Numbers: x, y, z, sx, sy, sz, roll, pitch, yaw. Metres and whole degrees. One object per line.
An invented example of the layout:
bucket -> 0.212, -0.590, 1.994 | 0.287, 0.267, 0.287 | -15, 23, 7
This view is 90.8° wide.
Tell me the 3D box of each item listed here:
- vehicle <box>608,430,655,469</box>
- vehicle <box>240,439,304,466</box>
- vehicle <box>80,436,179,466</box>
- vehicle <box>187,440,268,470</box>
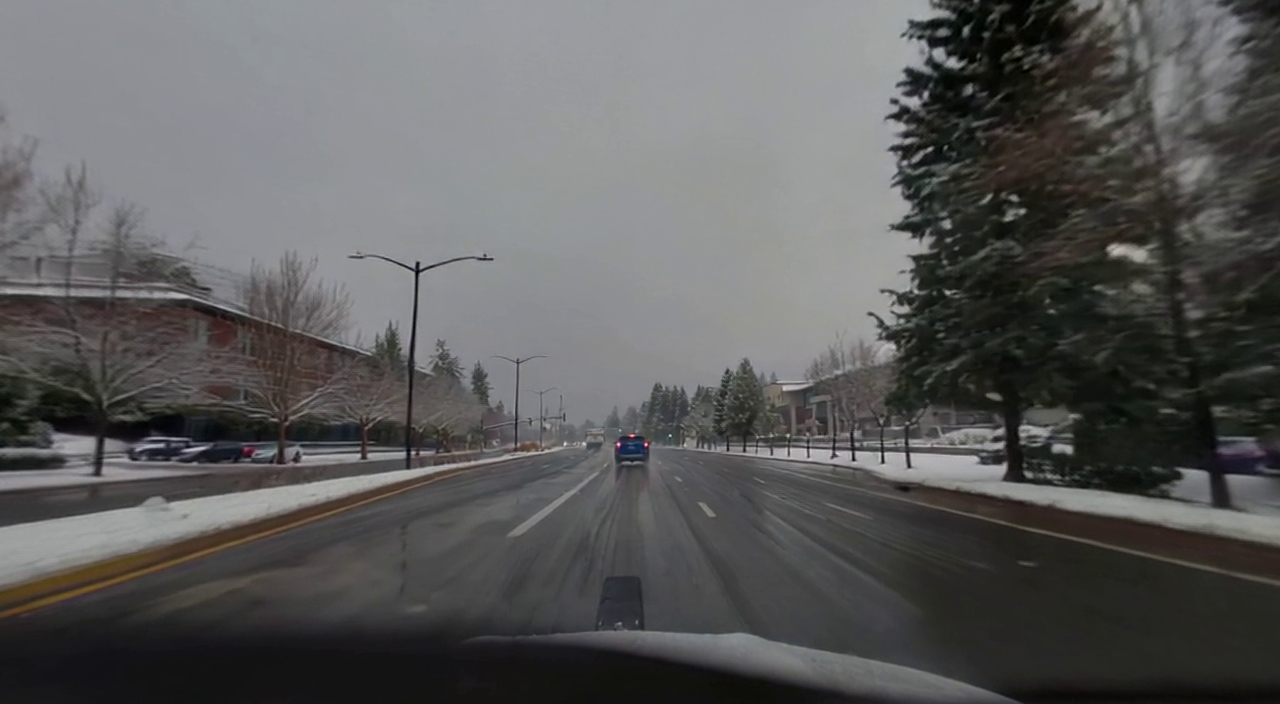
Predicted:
vehicle -> -0.416, 5.028, 32.671 | 2.260, 1.872, 4.578 | 0, -8, 0
vehicle -> -27.203, 7.447, 46.915 | 1.978, 1.835, 4.932 | 0, -8, -3
vehicle -> -35.357, 6.898, 44.013 | 2.181, 1.913, 5.591 | 0, -9, 0
vehicle -> -26.926, 6.698, 41.435 | 1.992, 1.798, 4.987 | 0, -8, -1
